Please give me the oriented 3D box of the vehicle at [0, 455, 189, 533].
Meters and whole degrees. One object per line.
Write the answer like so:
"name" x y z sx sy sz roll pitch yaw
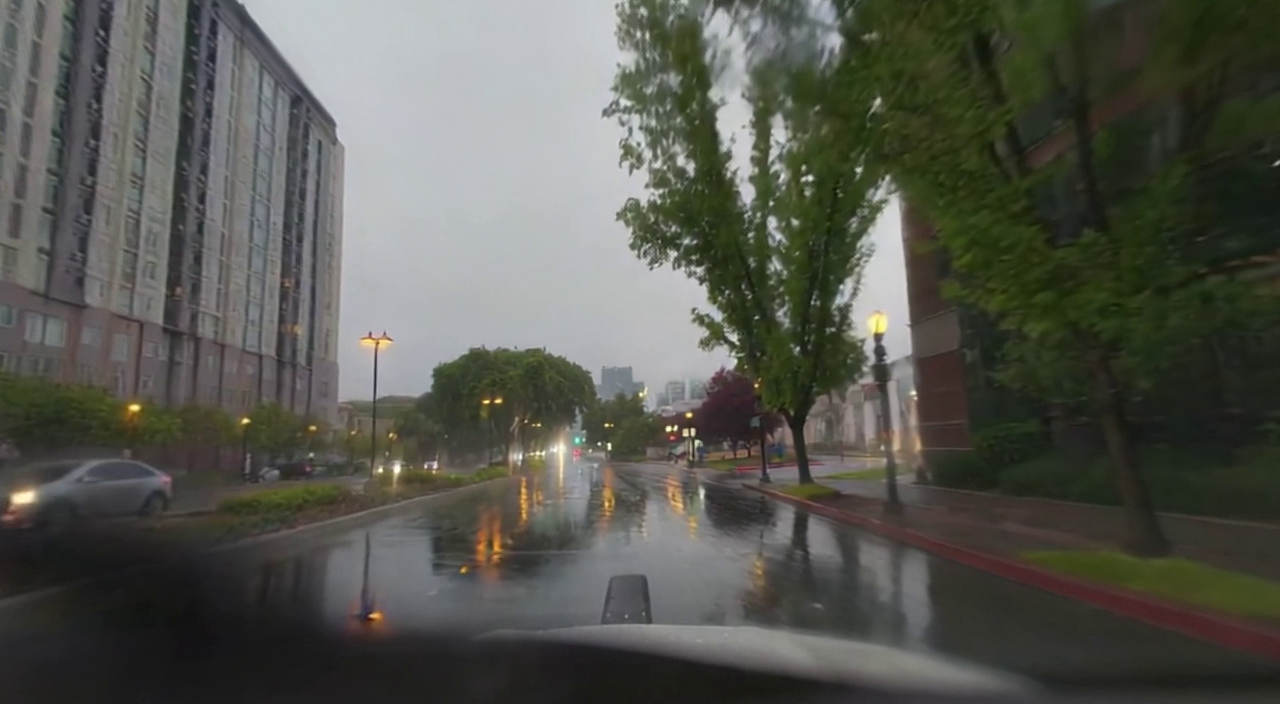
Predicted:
"vehicle" -13.506 3.228 14.998 2.179 1.461 4.812 0 -8 -3
